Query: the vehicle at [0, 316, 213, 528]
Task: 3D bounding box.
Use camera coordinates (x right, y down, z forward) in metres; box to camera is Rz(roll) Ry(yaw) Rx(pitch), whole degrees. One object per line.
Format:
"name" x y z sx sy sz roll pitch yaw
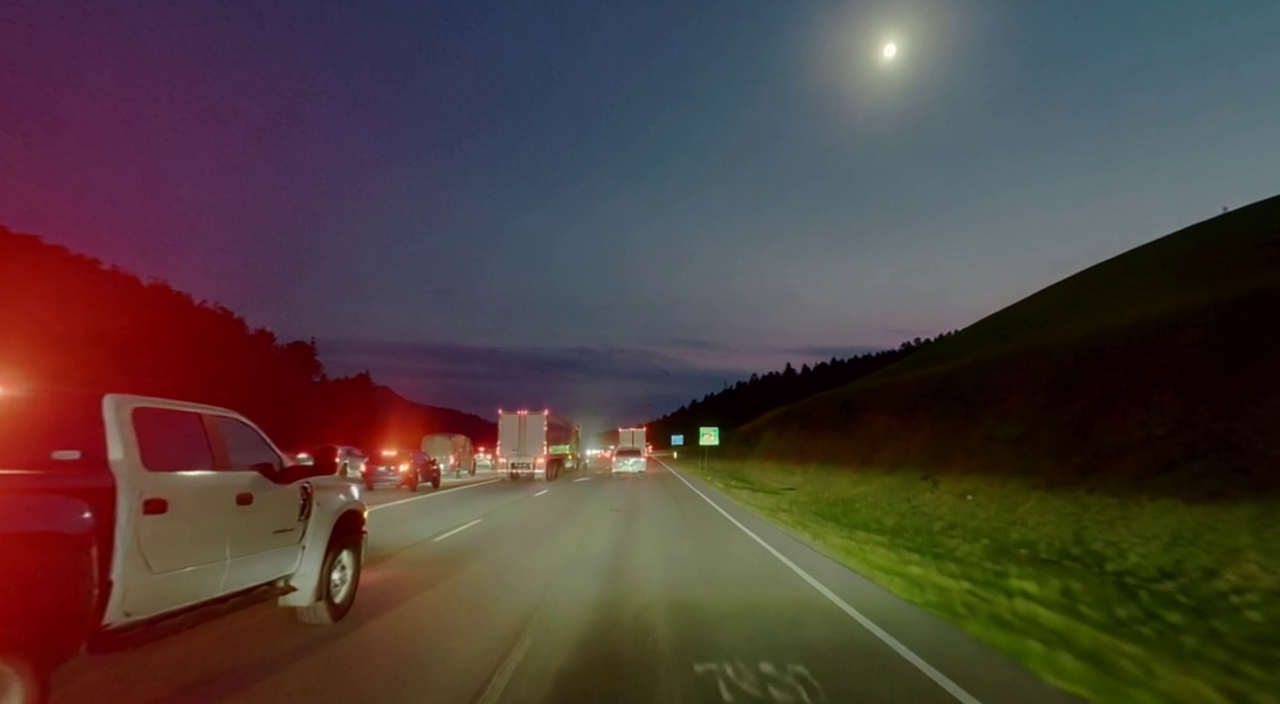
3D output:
"vehicle" -12.521 1.032 9.755 2.745 3.617 11.590 -1 -9 6

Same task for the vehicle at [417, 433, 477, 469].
"vehicle" -14.969 7.755 49.340 2.264 2.596 5.494 -1 -9 8

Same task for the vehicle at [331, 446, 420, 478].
"vehicle" -13.457 5.634 32.422 1.925 1.493 4.864 -1 -9 8

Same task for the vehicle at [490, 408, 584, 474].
"vehicle" -7.049 6.634 46.315 2.848 4.067 14.314 -1 -9 7
